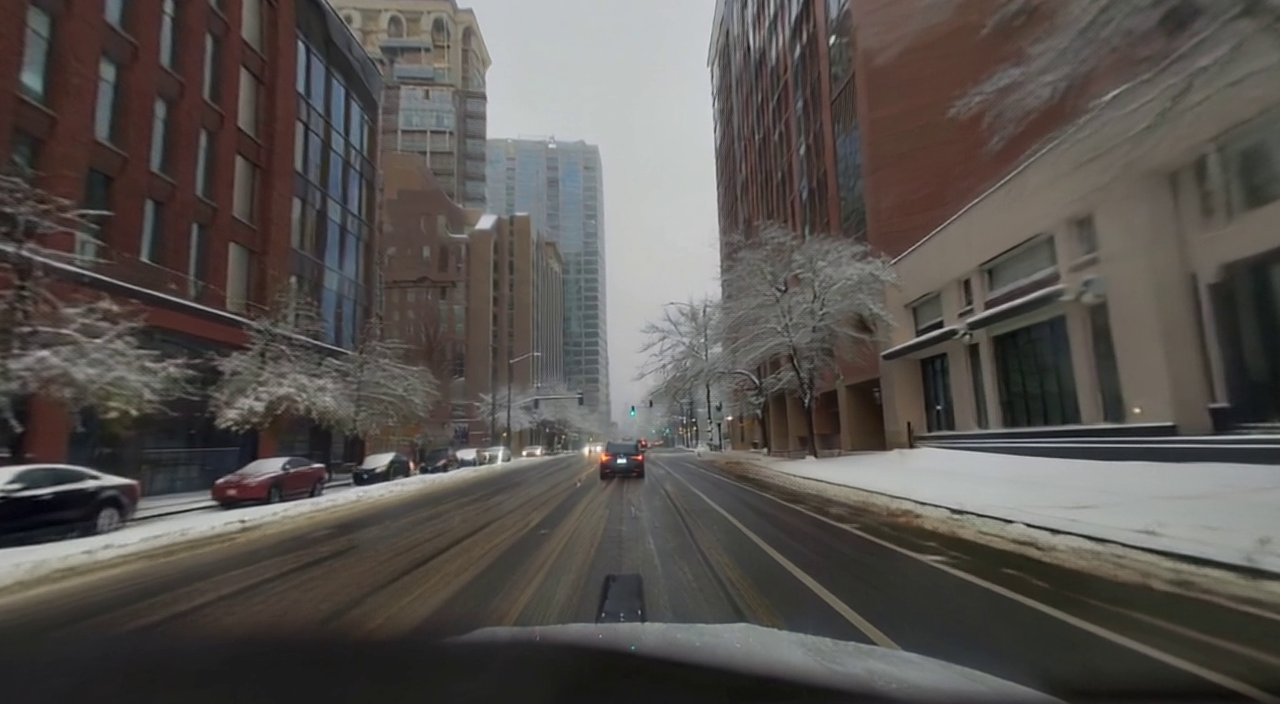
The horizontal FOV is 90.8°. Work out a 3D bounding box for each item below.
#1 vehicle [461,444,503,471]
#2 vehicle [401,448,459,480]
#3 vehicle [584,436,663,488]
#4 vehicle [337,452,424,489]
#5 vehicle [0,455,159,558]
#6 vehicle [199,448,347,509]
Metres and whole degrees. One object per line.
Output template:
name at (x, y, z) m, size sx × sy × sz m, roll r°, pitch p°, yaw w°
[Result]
vehicle at (-12.146, 8.133, 48.929) m, size 2.090 × 1.784 × 4.832 m, roll -4°, pitch -8°, yaw -2°
vehicle at (-12.158, 6.473, 36.834) m, size 1.976 × 1.577 × 4.091 m, roll -4°, pitch -8°, yaw -1°
vehicle at (-0.493, 3.466, 20.269) m, size 2.269 × 1.479 × 3.980 m, roll 0°, pitch -8°, yaw -1°
vehicle at (-11.850, 5.416, 29.273) m, size 1.991 × 1.507 × 4.879 m, roll 0°, pitch -8°, yaw 0°
vehicle at (-11.896, 2.865, 12.104) m, size 1.881 × 1.686 × 4.451 m, roll 0°, pitch -8°, yaw -1°
vehicle at (-11.982, 4.110, 21.112) m, size 2.077 × 1.732 × 4.704 m, roll 0°, pitch -8°, yaw 0°
